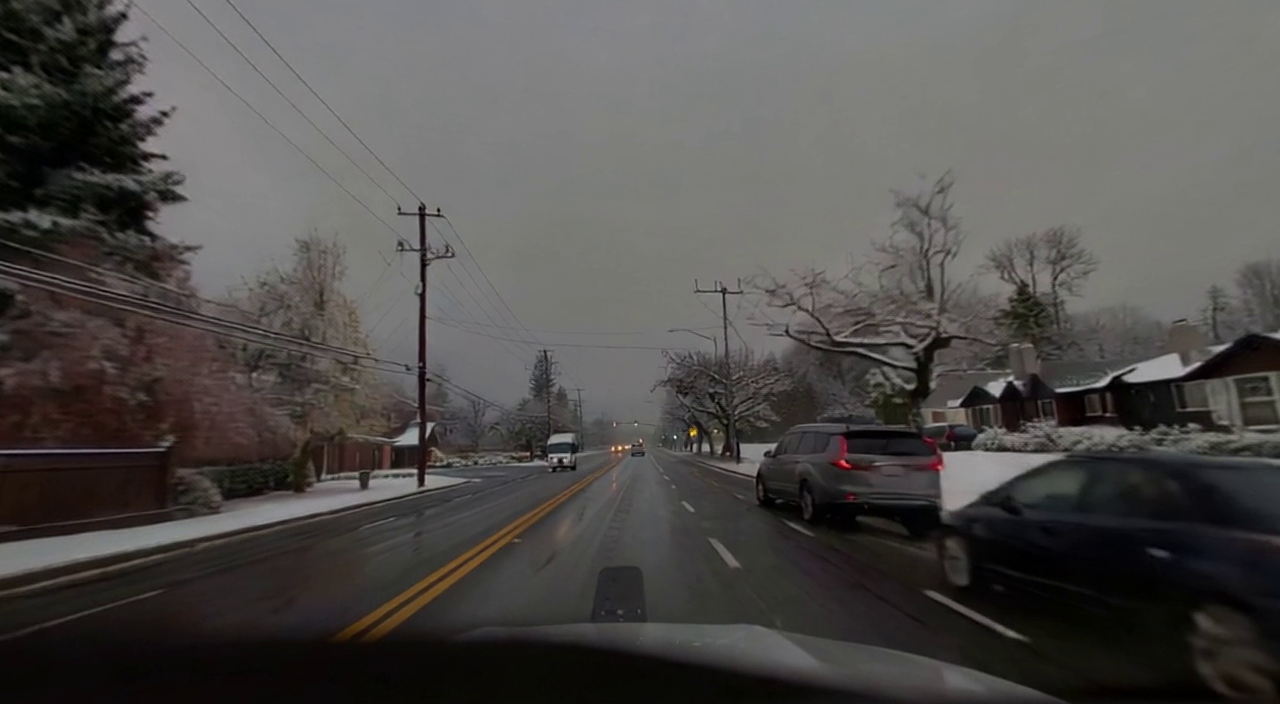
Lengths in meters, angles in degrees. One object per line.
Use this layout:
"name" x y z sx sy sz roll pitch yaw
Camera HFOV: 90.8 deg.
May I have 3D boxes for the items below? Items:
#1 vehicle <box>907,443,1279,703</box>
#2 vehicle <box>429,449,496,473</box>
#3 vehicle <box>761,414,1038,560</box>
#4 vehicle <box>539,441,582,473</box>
"vehicle" 3.926 1.386 4.616 1.874 1.415 4.683 0 -9 0
"vehicle" -13.920 8.549 49.731 4.607 1.772 2.261 0 -9 -1
"vehicle" 3.714 2.043 10.399 2.310 1.784 4.993 0 -9 -2
"vehicle" -4.986 6.660 40.348 2.059 1.840 5.317 0 -9 0
